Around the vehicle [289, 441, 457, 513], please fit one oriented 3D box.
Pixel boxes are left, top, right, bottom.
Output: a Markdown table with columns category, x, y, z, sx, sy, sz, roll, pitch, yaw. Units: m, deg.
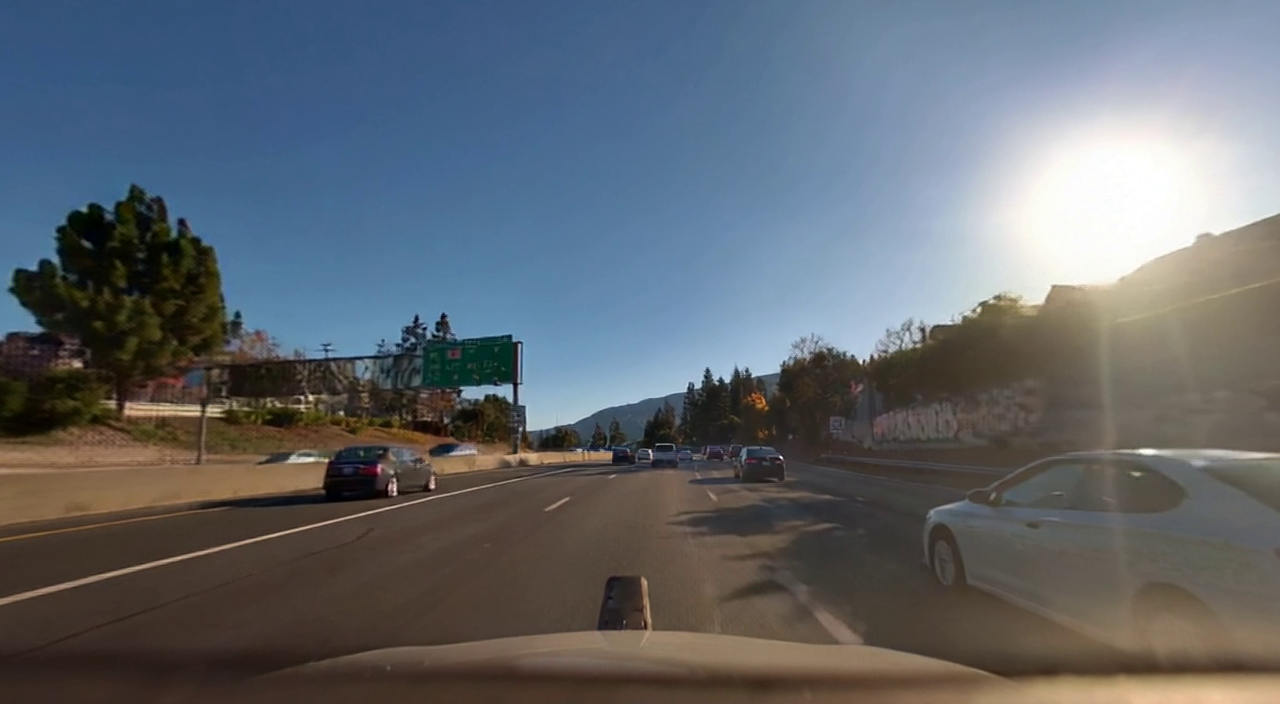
| category | x | y | z | sx | sy | sz | roll | pitch | yaw |
| --- | --- | --- | --- | --- | --- | --- | --- | --- | --- |
| vehicle | -6.325 | 2.977 | 15.631 | 2.050 | 1.507 | 4.375 | -1 | -8 | 3 |

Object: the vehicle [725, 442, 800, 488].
| category | x | y | z | sx | sy | sz | roll | pitch | yaw |
| --- | --- | --- | --- | --- | --- | --- | --- | --- | --- |
| vehicle | 4.225 | 3.937 | 22.337 | 1.854 | 1.438 | 3.954 | 0 | -8 | 0 |

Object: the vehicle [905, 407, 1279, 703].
| category | x | y | z | sx | sy | sz | roll | pitch | yaw |
| --- | --- | --- | --- | --- | --- | --- | --- | --- | --- |
| vehicle | 3.635 | 1.224 | 4.207 | 1.912 | 1.509 | 4.291 | 0 | -8 | 1 |

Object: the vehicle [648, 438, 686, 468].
| category | x | y | z | sx | sy | sz | roll | pitch | yaw |
| --- | --- | --- | --- | --- | --- | --- | --- | --- | --- |
| vehicle | 1.684 | 6.234 | 39.077 | 2.183 | 1.764 | 4.134 | -1 | -8 | 3 |

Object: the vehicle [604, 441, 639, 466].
| category | x | y | z | sx | sy | sz | roll | pitch | yaw |
| --- | --- | --- | --- | --- | --- | --- | --- | --- | --- |
| vehicle | -1.333 | 7.582 | 47.203 | 2.070 | 1.740 | 4.678 | -1 | -8 | 5 |
